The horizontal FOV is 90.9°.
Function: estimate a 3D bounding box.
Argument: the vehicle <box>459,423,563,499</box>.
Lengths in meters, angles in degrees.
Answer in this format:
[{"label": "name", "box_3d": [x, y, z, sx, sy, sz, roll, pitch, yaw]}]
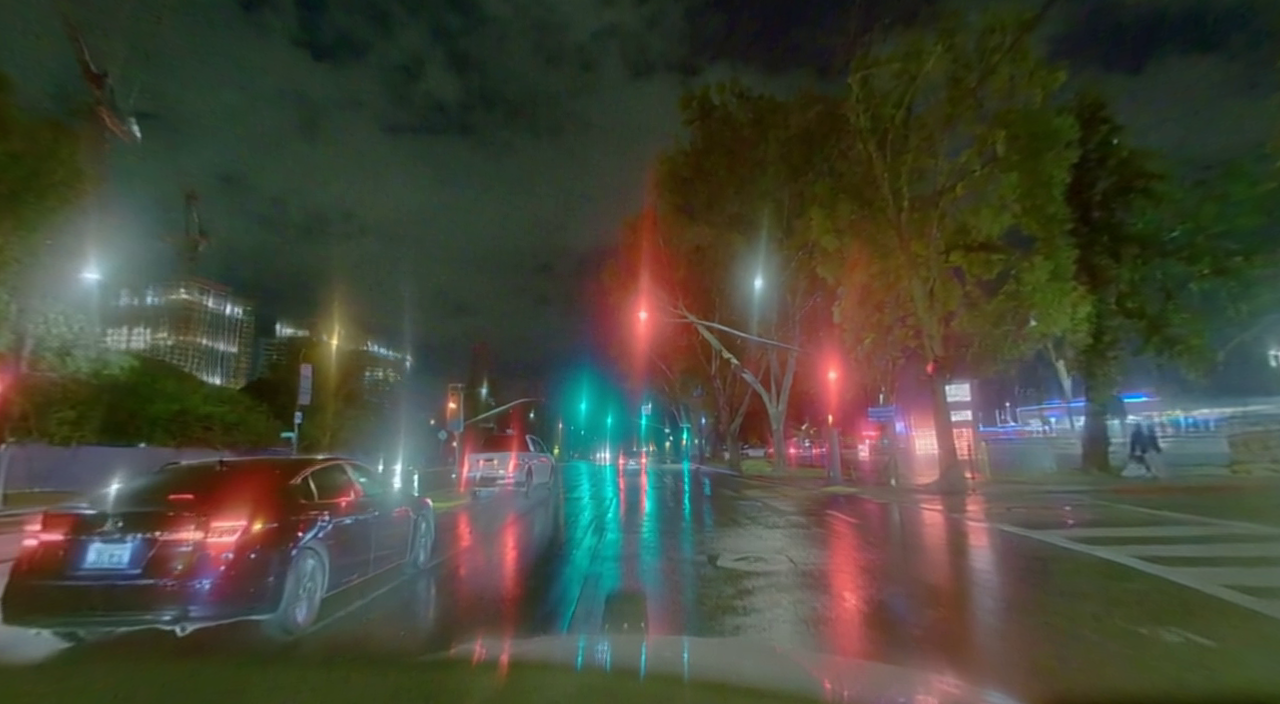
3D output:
[{"label": "vehicle", "box_3d": [-3.852, 3.359, 19.772, 2.240, 2.054, 4.662, 0, -9, 1]}]

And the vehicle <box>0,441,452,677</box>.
[{"label": "vehicle", "box_3d": [-3.501, 1.597, 6.134, 1.959, 1.406, 4.527, 0, -9, 0]}]

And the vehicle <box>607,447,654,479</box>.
[{"label": "vehicle", "box_3d": [-0.476, 5.382, 30.833, 2.171, 1.422, 4.146, 0, -9, -1]}]
